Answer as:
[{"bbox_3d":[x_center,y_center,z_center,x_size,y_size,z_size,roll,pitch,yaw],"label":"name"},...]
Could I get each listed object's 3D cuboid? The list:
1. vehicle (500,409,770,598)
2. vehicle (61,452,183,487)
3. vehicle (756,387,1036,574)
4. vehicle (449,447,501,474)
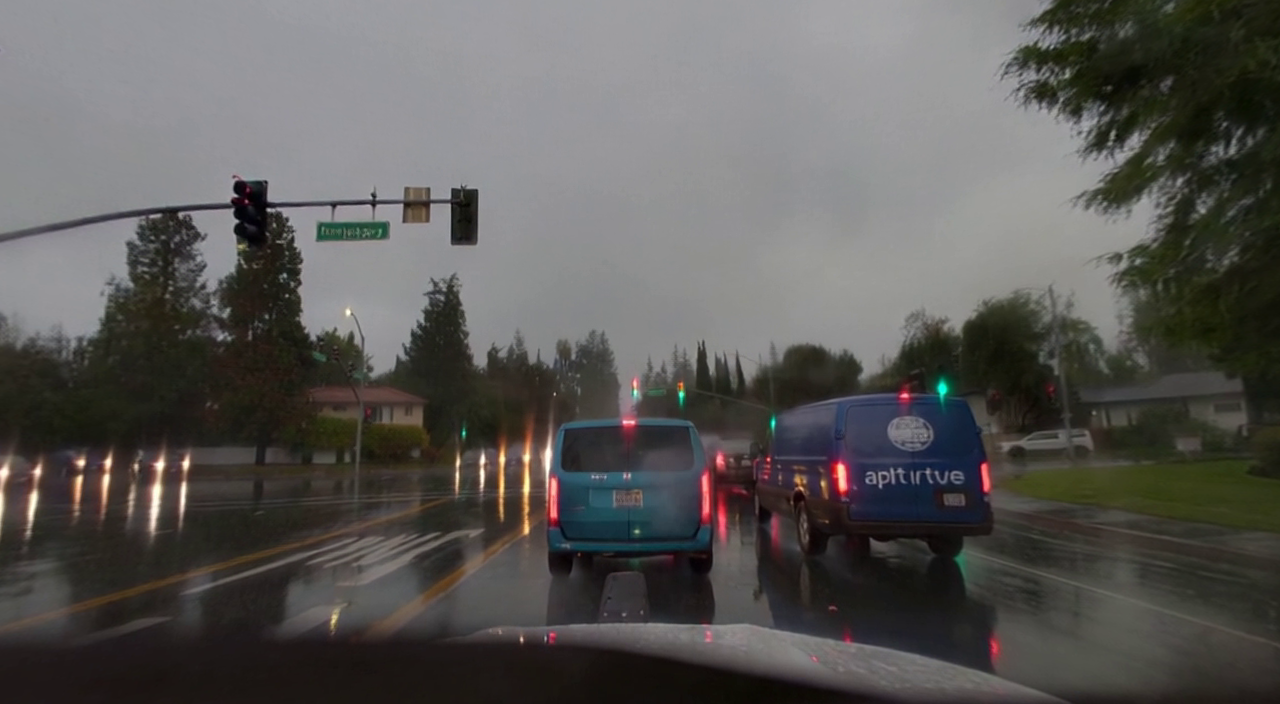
[{"bbox_3d":[-0.038,1.639,7.675,2.321,1.624,4.367,0,-9,0],"label":"vehicle"},{"bbox_3d":[-25.256,5.723,30.753,4.073,1.603,1.920,1,-9,-8],"label":"vehicle"},{"bbox_3d":[3.048,1.648,8.699,2.059,1.924,4.257,0,-9,0],"label":"vehicle"},{"bbox_3d":[-10.015,6.587,38.407,1.881,1.515,4.262,0,-9,2],"label":"vehicle"}]
